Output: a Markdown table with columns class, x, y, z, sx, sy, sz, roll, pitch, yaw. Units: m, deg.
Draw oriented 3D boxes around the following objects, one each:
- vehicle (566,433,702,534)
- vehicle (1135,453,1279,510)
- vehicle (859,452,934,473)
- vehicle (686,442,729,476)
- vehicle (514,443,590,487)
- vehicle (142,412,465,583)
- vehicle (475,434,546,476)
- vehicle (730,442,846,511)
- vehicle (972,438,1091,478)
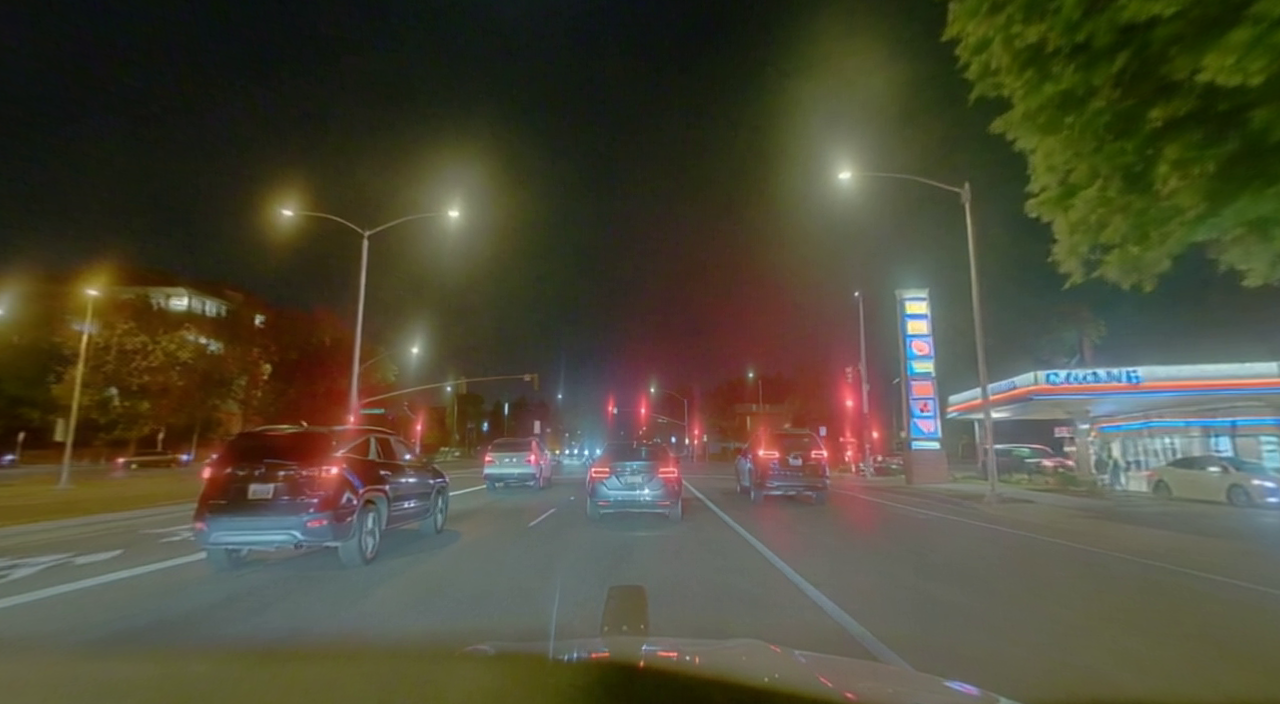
| class | x | y | z | sx | sy | sz | roll | pitch | yaw |
| --- | --- | --- | --- | --- | --- | --- | --- | --- | --- |
| vehicle | -0.096 | 2.368 | 11.973 | 2.121 | 1.563 | 4.031 | 0 | -8 | 0 |
| vehicle | 17.268 | 3.707 | 18.523 | 1.860 | 1.408 | 4.631 | 0 | -8 | 4 |
| vehicle | 19.217 | 8.317 | 47.437 | 4.795 | 1.457 | 1.986 | 0 | -8 | 4 |
| vehicle | 3.556 | 5.697 | 33.808 | 1.848 | 1.665 | 3.747 | 0 | -8 | 0 |
| vehicle | -3.198 | 4.212 | 23.802 | 2.126 | 1.490 | 4.265 | 0 | -8 | 2 |
| vehicle | -3.930 | 1.750 | 8.354 | 1.983 | 1.685 | 3.997 | 0 | -8 | 1 |
| vehicle | -6.764 | 5.475 | 33.704 | 2.321 | 2.013 | 5.640 | 0 | -8 | 3 |
| vehicle | 3.538 | 3.041 | 15.920 | 1.979 | 1.485 | 4.207 | 0 | -8 | 1 |
| vehicle | 17.934 | 4.840 | 29.070 | 1.907 | 1.669 | 4.147 | 5 | -10 | -28 |
